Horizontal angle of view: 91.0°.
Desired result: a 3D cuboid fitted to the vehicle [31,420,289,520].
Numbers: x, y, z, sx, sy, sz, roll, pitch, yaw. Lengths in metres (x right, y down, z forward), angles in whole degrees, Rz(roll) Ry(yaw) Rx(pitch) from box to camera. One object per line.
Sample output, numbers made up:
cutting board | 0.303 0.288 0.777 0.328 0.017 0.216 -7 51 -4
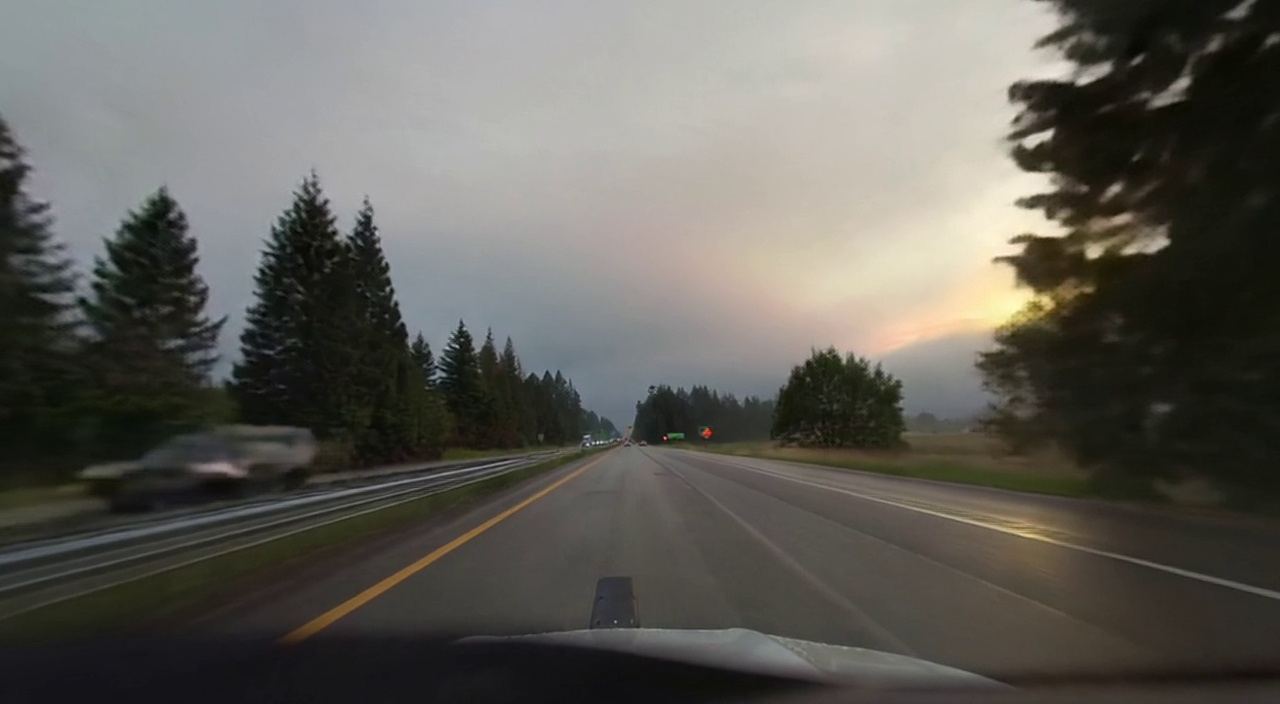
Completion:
vehicle | -9.647 2.385 13.275 1.927 1.703 4.488 0 -8 -1
